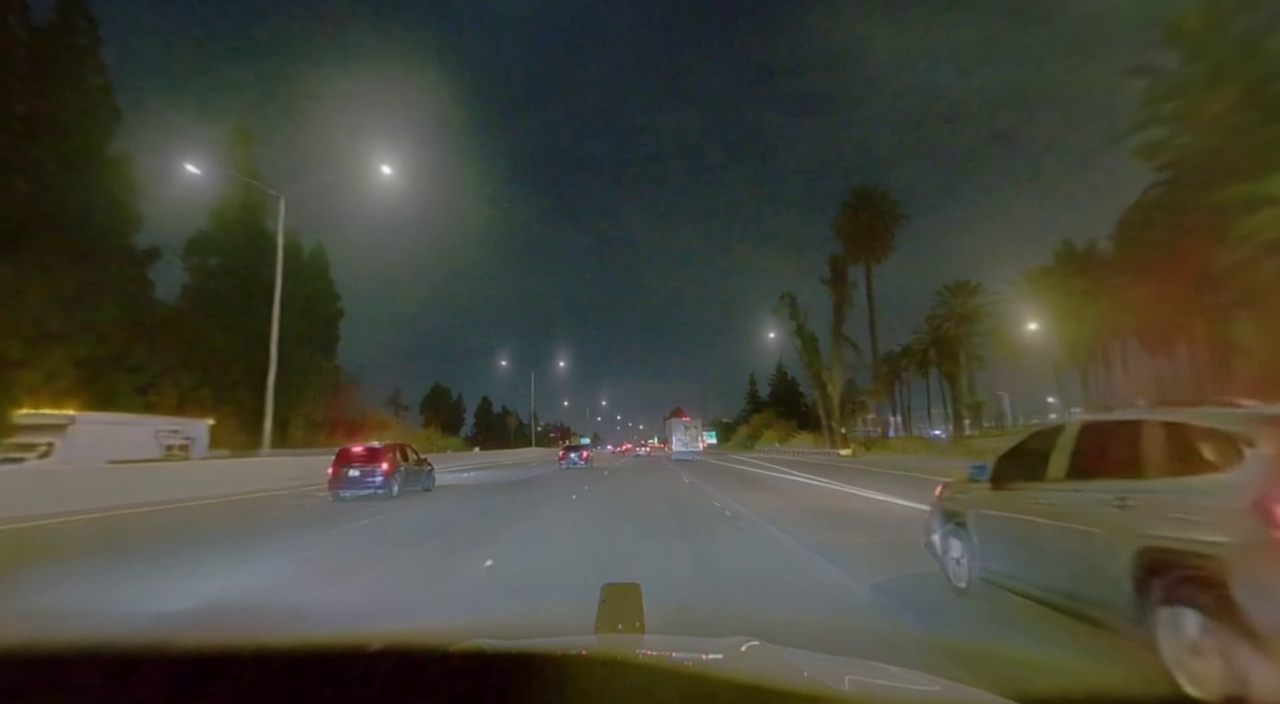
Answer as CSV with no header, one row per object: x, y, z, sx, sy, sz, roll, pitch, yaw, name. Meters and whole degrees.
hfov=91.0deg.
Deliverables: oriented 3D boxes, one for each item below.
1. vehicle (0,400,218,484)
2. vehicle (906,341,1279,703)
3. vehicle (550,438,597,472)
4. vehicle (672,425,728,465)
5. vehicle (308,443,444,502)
-31.969,5.388,37.089,2.901,3.928,16.262,0,-9,0,vehicle
3.760,1.017,4.062,2.124,1.674,4.494,0,-9,0,vehicle
-3.467,5.470,33.558,2.017,1.683,4.094,0,-9,0,vehicle
4.280,7.229,48.741,2.891,2.596,15.534,0,-9,0,vehicle
-7.481,3.429,18.409,2.050,1.487,4.372,0,-9,1,vehicle
